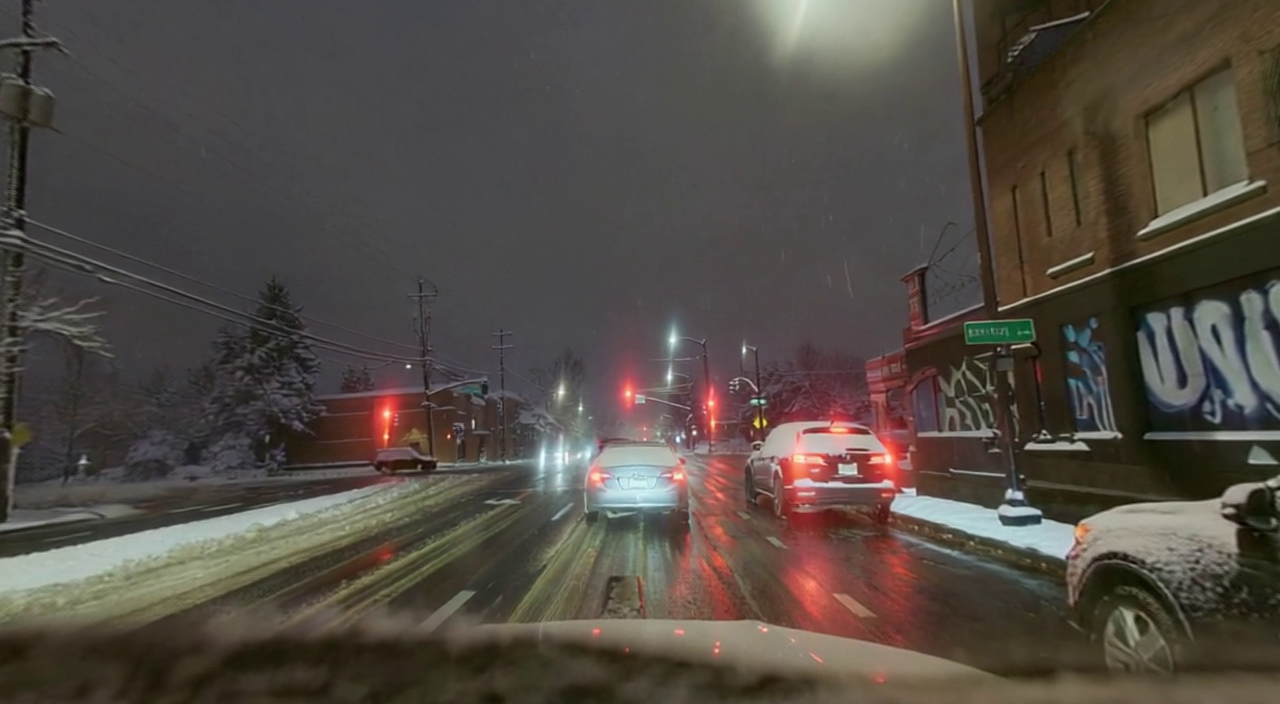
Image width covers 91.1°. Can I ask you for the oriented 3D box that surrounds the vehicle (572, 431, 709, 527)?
[{"bbox_3d":[0.046,2.349,12.223,2.153,1.505,4.452,0,-8,1],"label":"vehicle"}]

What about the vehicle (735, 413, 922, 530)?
[{"bbox_3d":[3.261,2.189,12.037,2.060,1.783,4.579,0,-8,-1],"label":"vehicle"}]

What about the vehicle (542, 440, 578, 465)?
[{"bbox_3d":[-5.697,7.253,45.306,2.059,1.699,4.252,0,-8,0],"label":"vehicle"}]

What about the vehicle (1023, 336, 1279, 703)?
[{"bbox_3d":[3.291,0.692,1.532,1.938,1.714,4.402,0,-8,1],"label":"vehicle"}]
